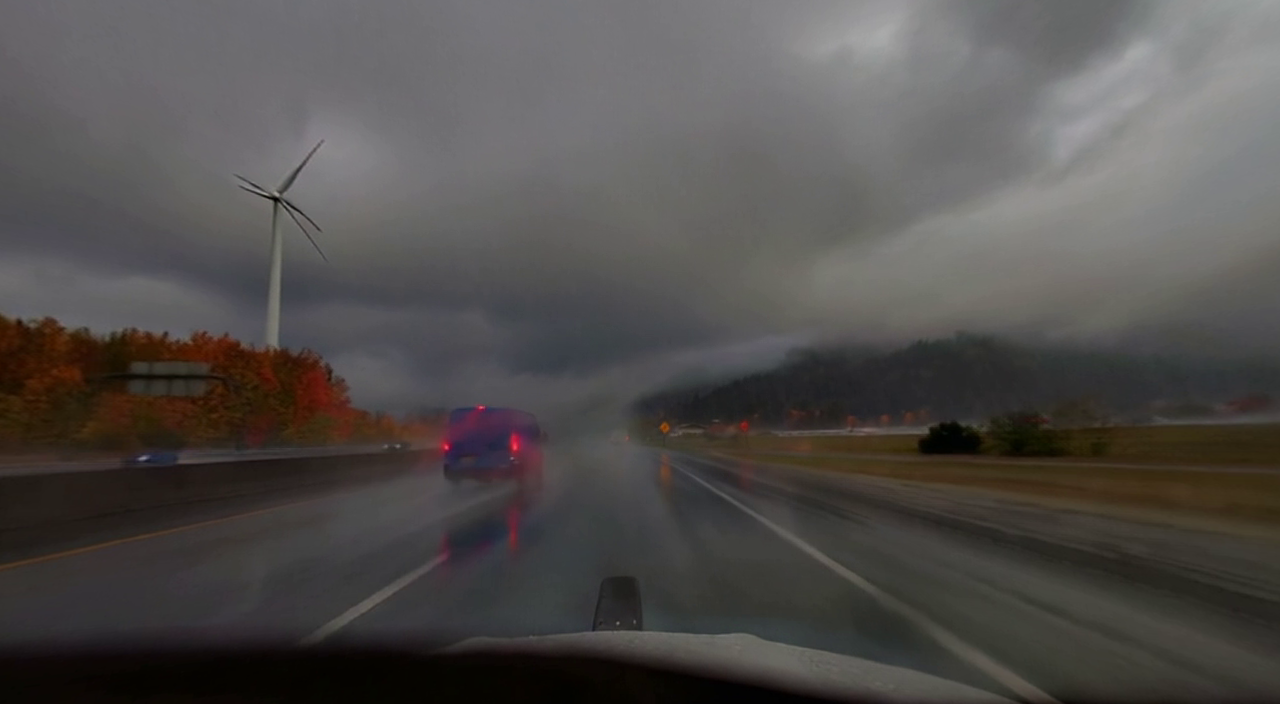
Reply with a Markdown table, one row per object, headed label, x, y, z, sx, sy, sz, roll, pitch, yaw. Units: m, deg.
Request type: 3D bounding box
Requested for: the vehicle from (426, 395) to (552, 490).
| label | x | y | z | sx | sy | sz | roll | pitch | yaw |
| --- | --- | --- | --- | --- | --- | --- | --- | --- | --- |
| vehicle | -4.052 | 2.554 | 17.981 | 2.303 | 2.323 | 5.089 | 0 | -8 | 0 |
